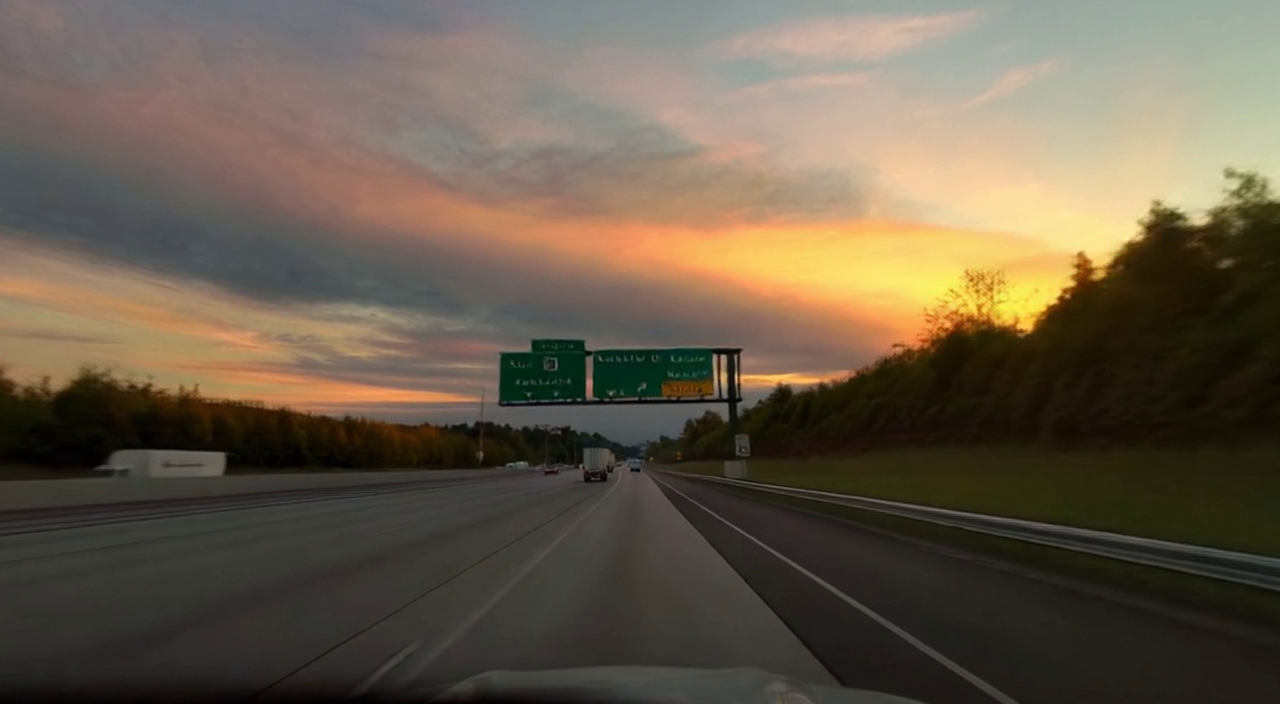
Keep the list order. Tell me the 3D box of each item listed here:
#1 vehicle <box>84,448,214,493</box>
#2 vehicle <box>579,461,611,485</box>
[{"bbox_3d":[-33.149,8.050,42.996,2.779,2.751,7.408,1,-10,0],"label":"vehicle"},{"bbox_3d":[-3.243,8.910,46.302,2.092,1.642,3.895,1,-10,-1],"label":"vehicle"}]
